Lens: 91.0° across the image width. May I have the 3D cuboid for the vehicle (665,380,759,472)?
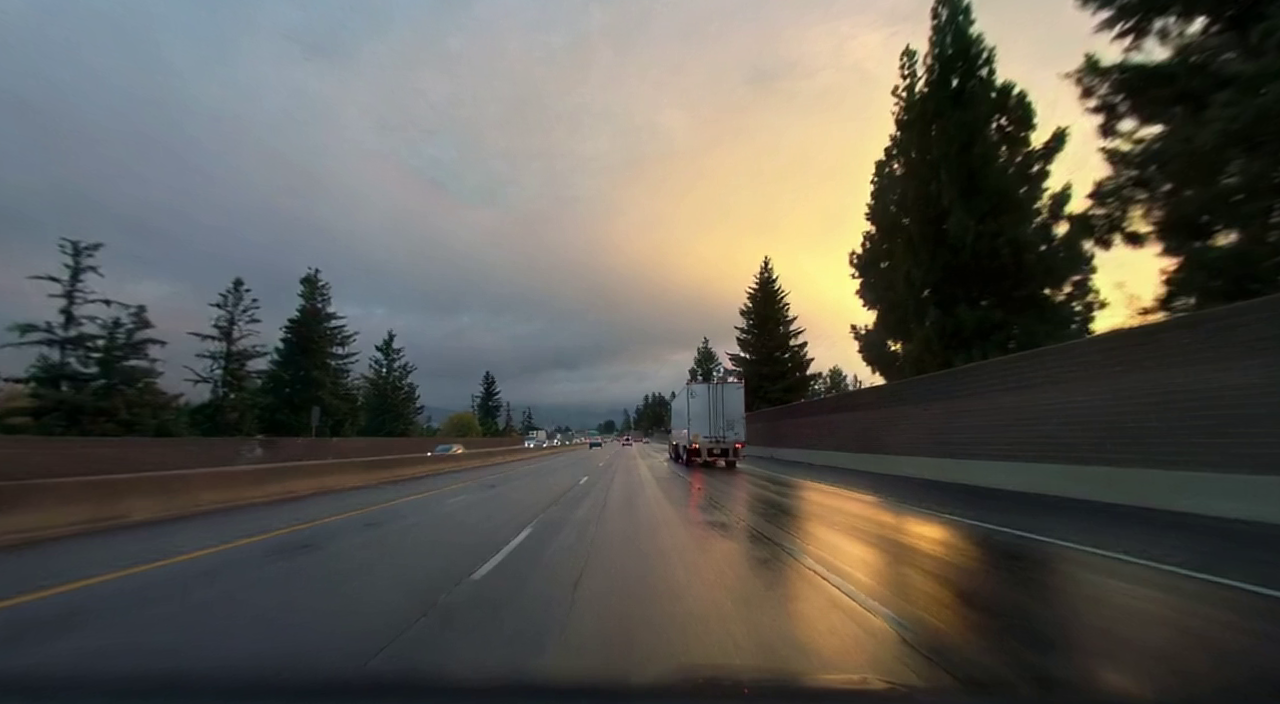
[{"bbox_3d":[3.593,4.373,36.222,3.489,4.211,14.193,0,-8,-1],"label":"vehicle"}]
